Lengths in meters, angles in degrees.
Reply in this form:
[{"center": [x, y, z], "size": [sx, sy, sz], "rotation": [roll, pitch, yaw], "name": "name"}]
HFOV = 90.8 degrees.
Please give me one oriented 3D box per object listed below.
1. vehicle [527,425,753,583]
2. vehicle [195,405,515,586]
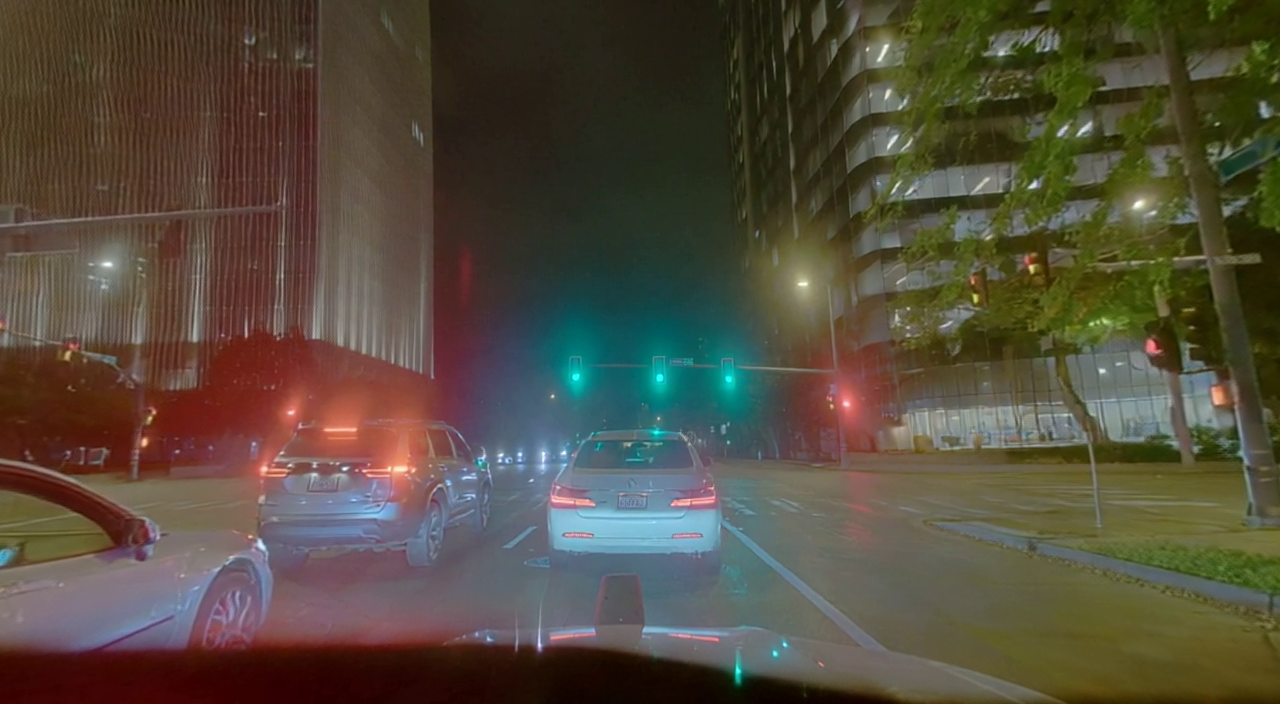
[{"center": [0.017, 1.767, 8.138], "size": [2.190, 1.522, 3.850], "rotation": [0, -8, 1], "name": "vehicle"}, {"center": [-3.179, 1.699, 8.336], "size": [2.081, 1.719, 4.434], "rotation": [0, -8, 1], "name": "vehicle"}]
